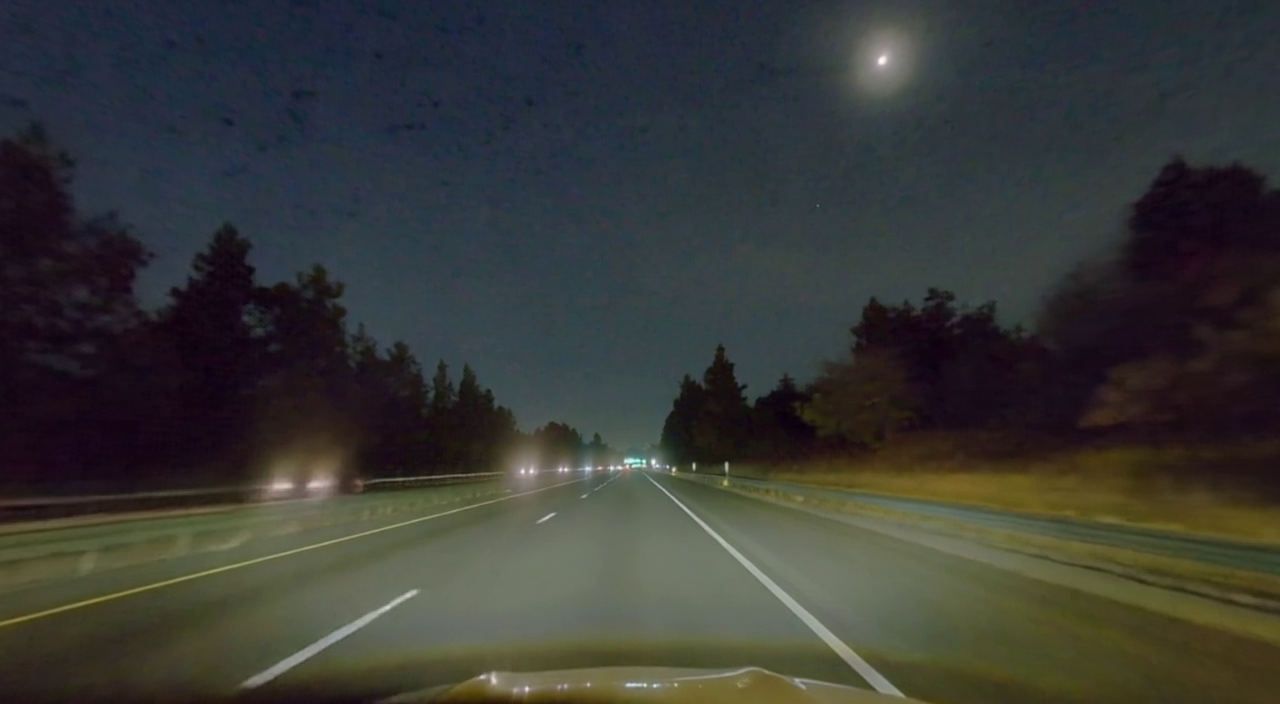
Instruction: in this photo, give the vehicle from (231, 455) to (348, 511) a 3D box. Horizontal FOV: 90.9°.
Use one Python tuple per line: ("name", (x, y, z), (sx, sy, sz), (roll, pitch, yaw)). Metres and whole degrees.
("vehicle", (-12.917, 4.862, 23.579), (1.962, 1.839, 4.078), (1, -11, 0))
